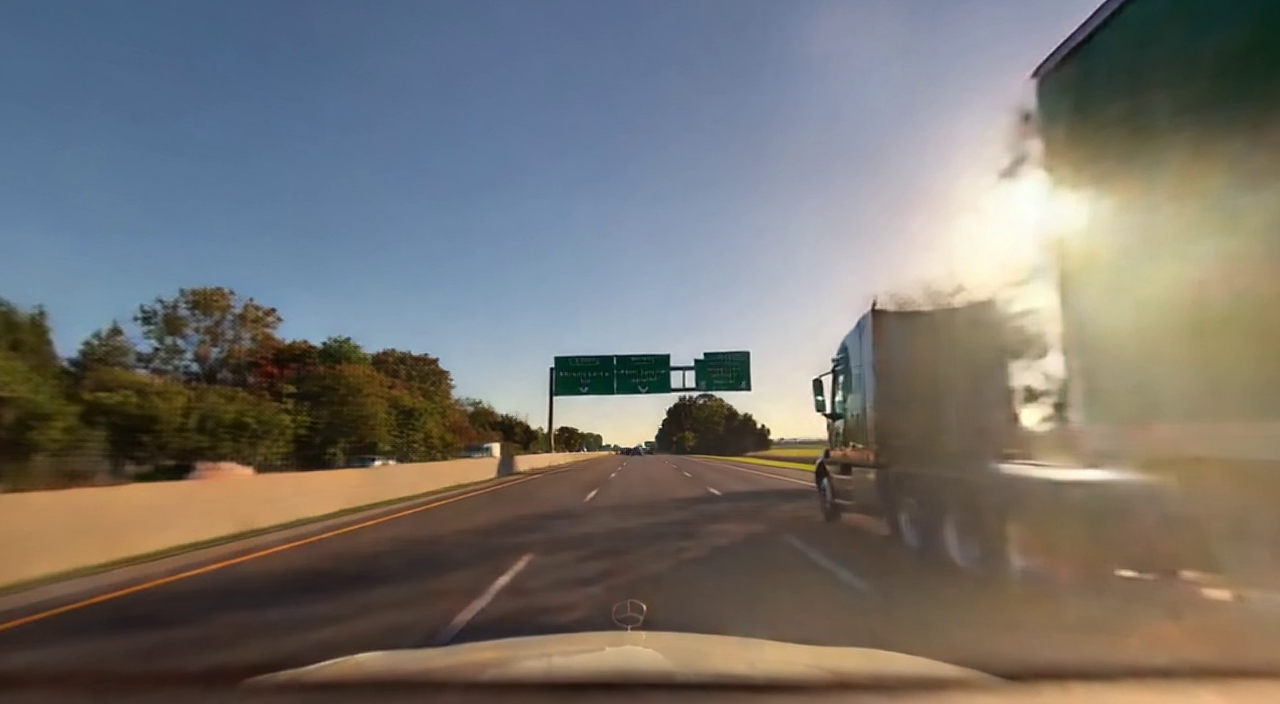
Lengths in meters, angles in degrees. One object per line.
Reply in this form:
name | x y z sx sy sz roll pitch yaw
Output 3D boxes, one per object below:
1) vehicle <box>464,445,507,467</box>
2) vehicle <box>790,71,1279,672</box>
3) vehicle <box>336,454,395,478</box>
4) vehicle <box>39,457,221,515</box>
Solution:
vehicle | -11.492 7.787 47.170 1.992 1.576 4.708 0 -9 0
vehicle | 3.997 0.448 7.069 3.051 3.968 5.943 0 -9 0
vehicle | -18.907 7.846 43.609 1.930 1.500 4.688 0 -9 0
vehicle | -14.515 3.803 18.313 1.758 1.410 4.175 0 -9 0
